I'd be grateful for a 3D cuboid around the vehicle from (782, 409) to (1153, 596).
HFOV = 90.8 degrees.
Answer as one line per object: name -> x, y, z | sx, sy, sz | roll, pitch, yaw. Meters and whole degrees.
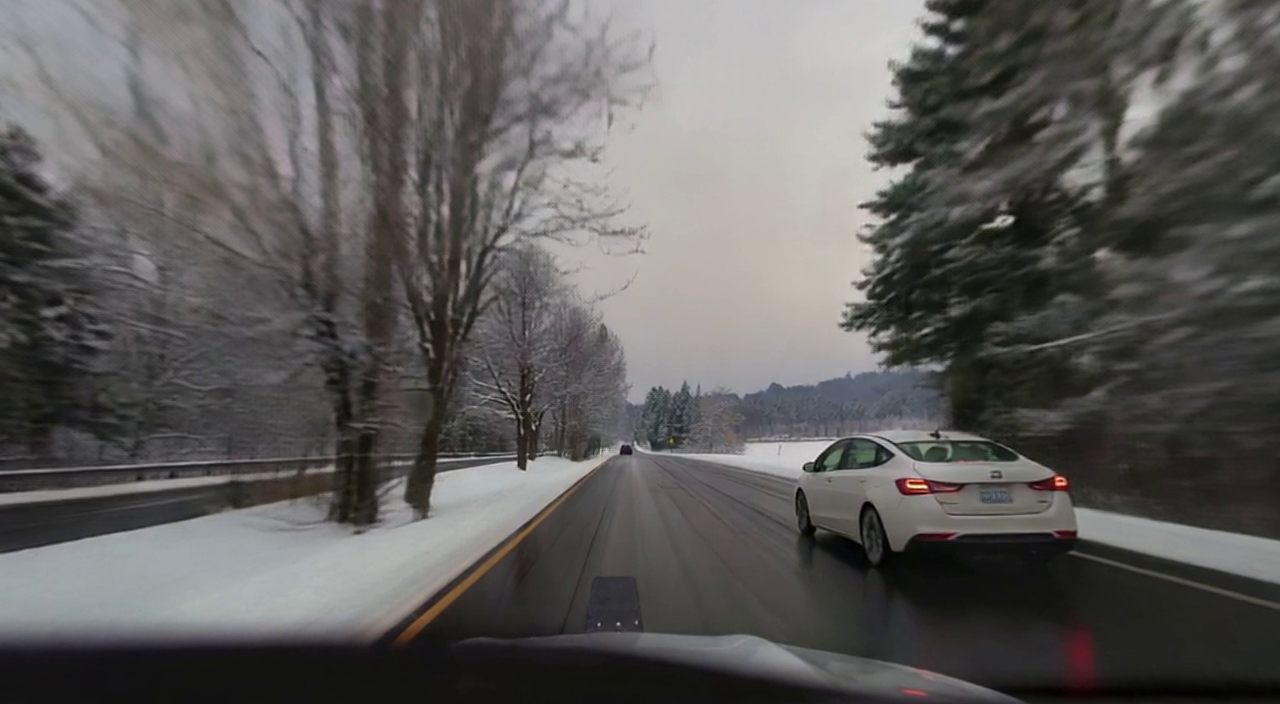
vehicle -> 3.363, 1.647, 7.821 | 2.060, 1.584, 4.592 | 0, -9, -1
